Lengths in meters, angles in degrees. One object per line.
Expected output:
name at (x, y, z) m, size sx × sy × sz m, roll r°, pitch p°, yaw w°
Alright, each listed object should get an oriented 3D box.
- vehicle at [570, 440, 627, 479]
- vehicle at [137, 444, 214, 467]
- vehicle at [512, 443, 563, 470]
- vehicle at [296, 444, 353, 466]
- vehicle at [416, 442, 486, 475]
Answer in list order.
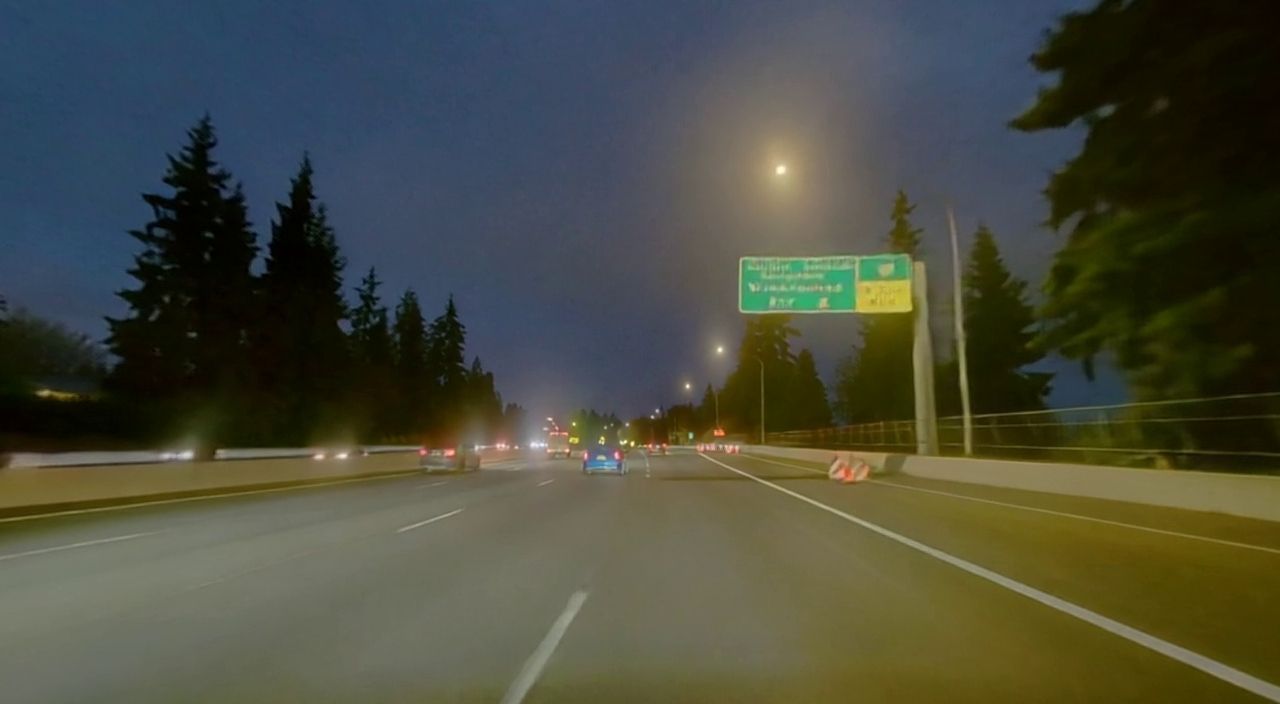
vehicle at (-1.656, 4.526, 26.801) m, size 1.963 × 1.462 × 4.681 m, roll 0°, pitch -8°, yaw 2°
vehicle at (-32.967, 7.338, 44.709) m, size 1.846 × 1.459 × 4.832 m, roll 0°, pitch -8°, yaw -1°
vehicle at (-5.739, 5.887, 35.715) m, size 1.951 × 1.439 × 4.633 m, roll 0°, pitch -8°, yaw 2°
vehicle at (-22.837, 7.458, 45.626) m, size 1.827 × 1.470 × 4.274 m, roll 0°, pitch -8°, yaw 1°
vehicle at (-9.230, 5.201, 31.076) m, size 1.946 × 1.472 × 4.472 m, roll 0°, pitch -8°, yaw 2°
